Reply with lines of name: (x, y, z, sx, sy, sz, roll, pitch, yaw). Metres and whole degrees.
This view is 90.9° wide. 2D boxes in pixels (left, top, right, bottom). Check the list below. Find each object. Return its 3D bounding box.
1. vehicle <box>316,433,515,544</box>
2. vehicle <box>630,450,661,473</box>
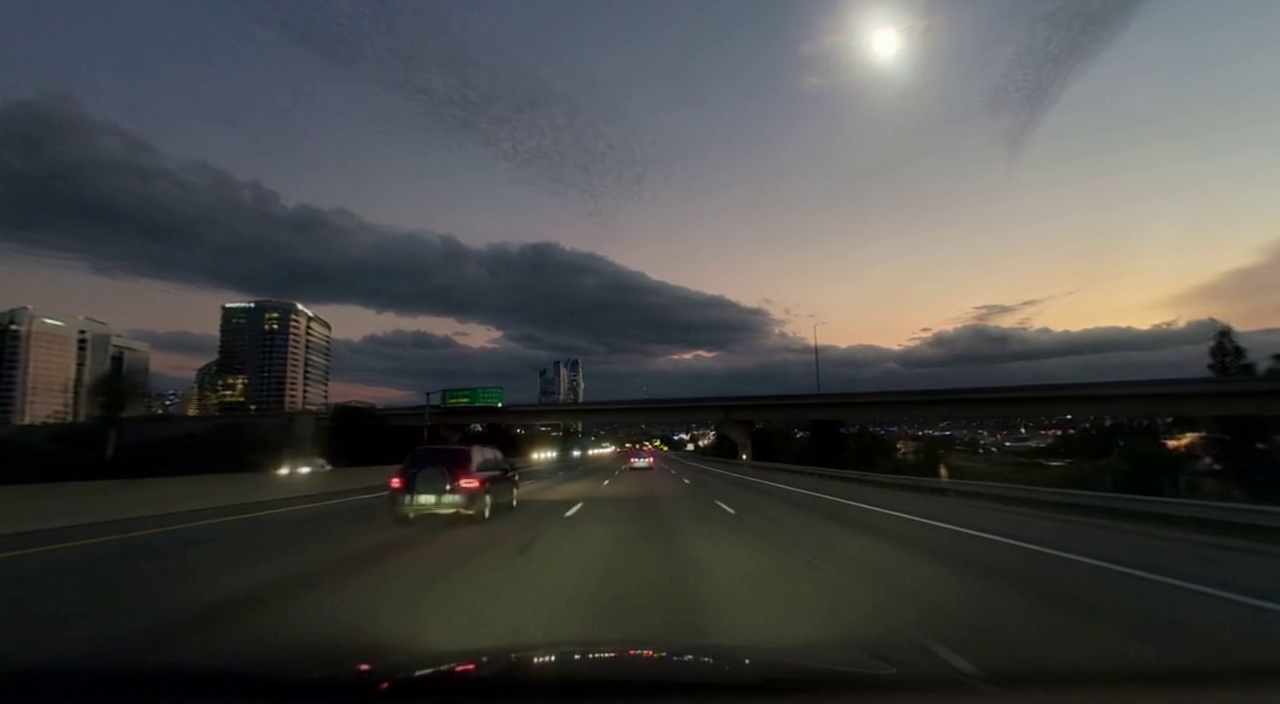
vehicle: (-3.846, 2.420, 11.810, 2.055, 1.665, 4.373, 0, -9, 1)
vehicle: (0.415, 7.775, 45.004, 2.113, 1.537, 4.208, 0, -9, 0)
